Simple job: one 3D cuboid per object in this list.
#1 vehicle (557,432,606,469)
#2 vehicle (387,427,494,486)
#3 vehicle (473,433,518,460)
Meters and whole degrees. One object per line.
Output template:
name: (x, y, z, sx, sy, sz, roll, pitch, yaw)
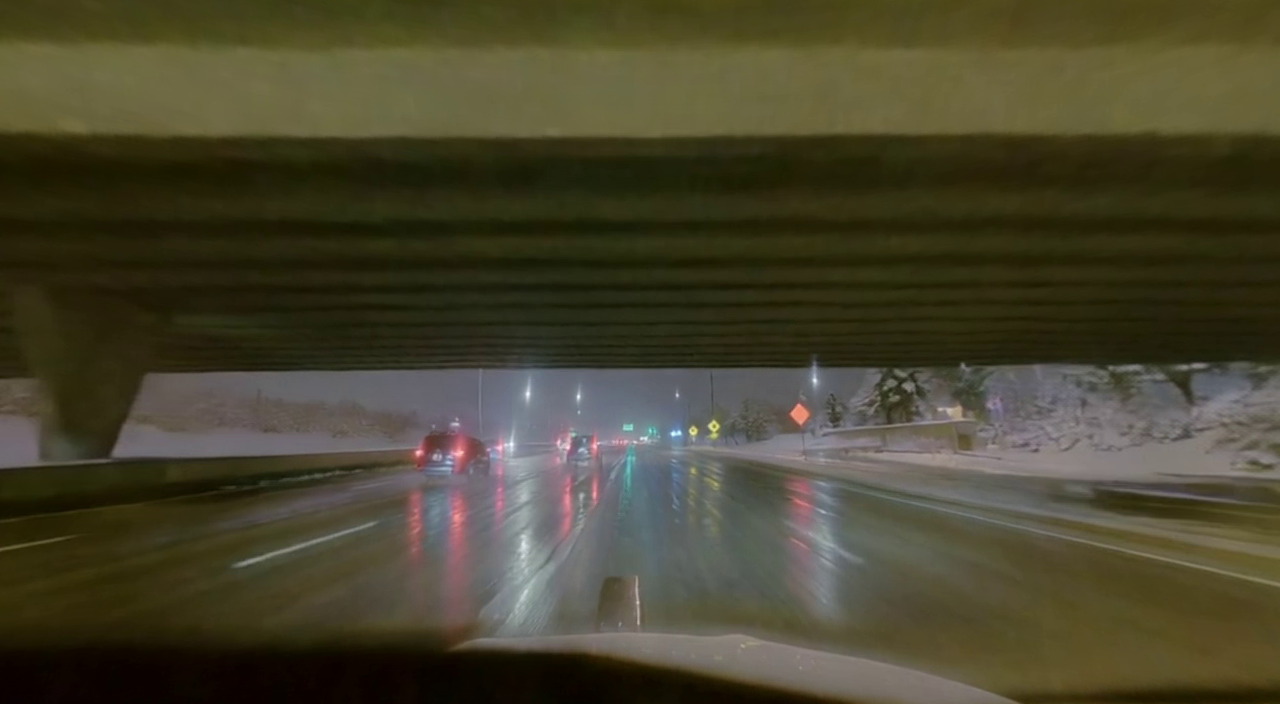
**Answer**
vehicle: (-2.843, 4.911, 31.571, 2.027, 1.697, 4.307, 0, -8, 0)
vehicle: (-6.541, 3.475, 21.346, 2.015, 1.762, 4.790, 0, -8, 0)
vehicle: (-9.820, 6.490, 43.400, 1.969, 1.759, 4.758, 0, -8, 0)
